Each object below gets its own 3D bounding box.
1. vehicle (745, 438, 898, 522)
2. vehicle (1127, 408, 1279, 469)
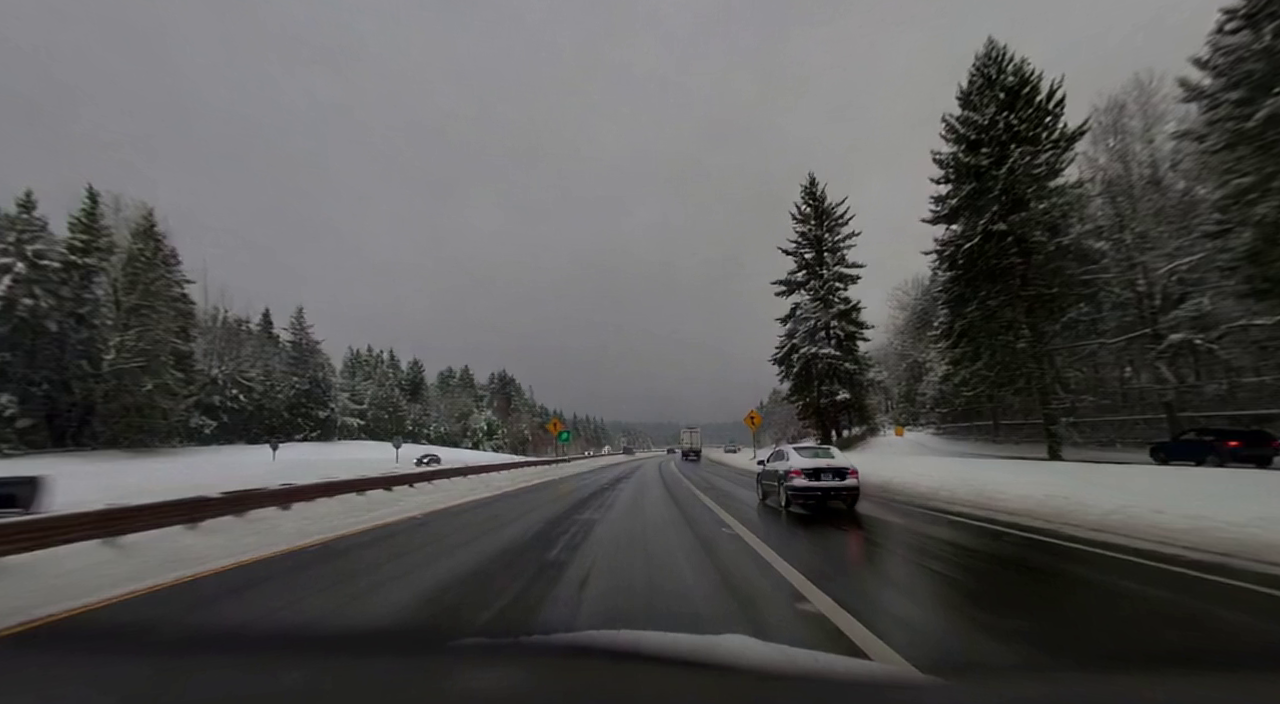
[{"bbox_3d":[3.534,2.575,13.195,1.938,1.456,4.204,0,-9,0],"label":"vehicle"},{"bbox_3d":[19.973,3.116,22.423,2.131,1.902,4.846,-2,-9,12],"label":"vehicle"}]
